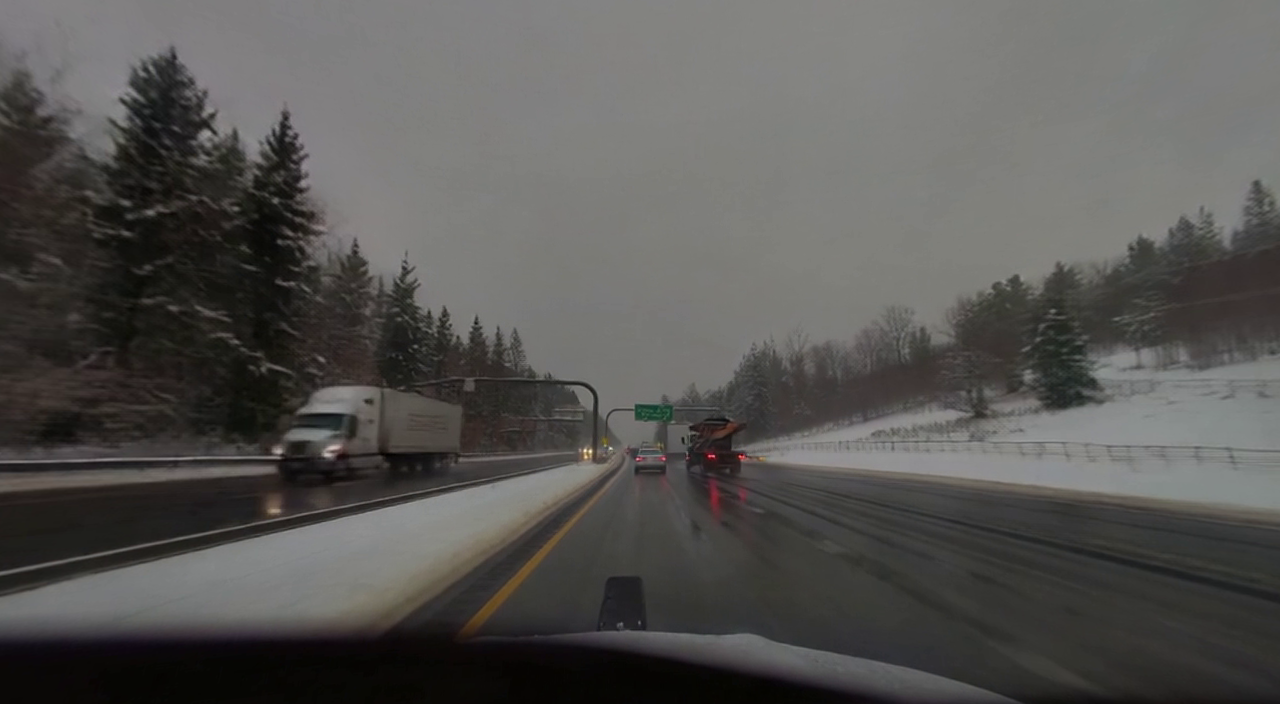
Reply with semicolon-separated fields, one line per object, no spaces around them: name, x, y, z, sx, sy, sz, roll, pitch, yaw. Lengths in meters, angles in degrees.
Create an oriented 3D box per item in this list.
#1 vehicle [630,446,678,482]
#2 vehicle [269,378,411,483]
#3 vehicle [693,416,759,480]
vehicle;0.576;5.081;28.954;2.069;1.523;4.012;0;-9;-1
vehicle;-12.080;3.309;26.102;2.959;3.857;5.749;0;-9;-1
vehicle;4.742;5.503;36.163;2.600;3.282;7.635;0;-9;-1
